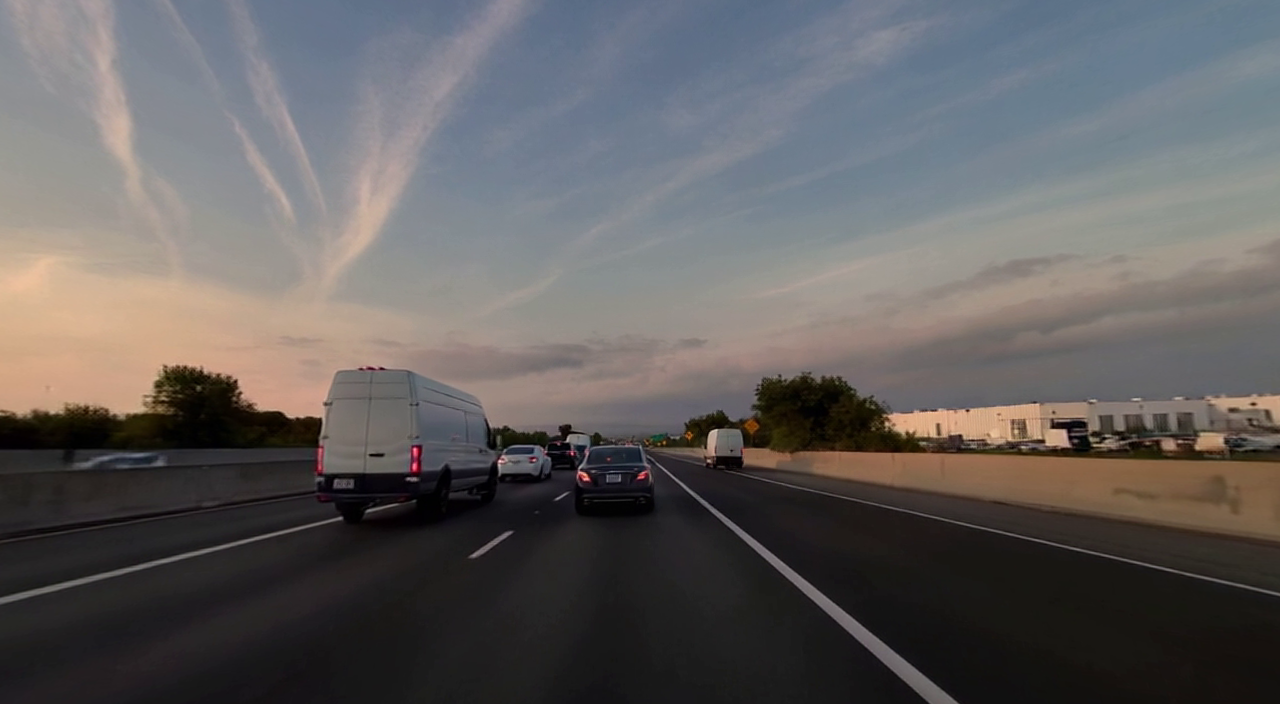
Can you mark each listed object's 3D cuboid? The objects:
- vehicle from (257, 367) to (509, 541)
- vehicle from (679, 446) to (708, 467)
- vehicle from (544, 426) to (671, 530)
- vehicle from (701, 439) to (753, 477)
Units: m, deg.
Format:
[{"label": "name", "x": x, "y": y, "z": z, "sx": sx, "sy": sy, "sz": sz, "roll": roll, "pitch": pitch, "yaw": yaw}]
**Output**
[{"label": "vehicle", "x": -4.589, "y": 2.055, "z": 12.986, "sx": 2.248, "sy": 2.626, "sz": 6.837, "roll": 0, "pitch": -9, "yaw": 0}, {"label": "vehicle", "x": 4.180, "y": 8.224, "z": 49.638, "sx": 1.874, "sy": 1.512, "sz": 3.723, "roll": 0, "pitch": -9, "yaw": 0}, {"label": "vehicle", "x": -0.542, "y": 2.385, "z": 12.385, "sx": 2.093, "sy": 1.695, "sz": 3.782, "roll": 0, "pitch": -9, "yaw": 0}, {"label": "vehicle", "x": 4.291, "y": 5.317, "z": 31.747, "sx": 2.003, "sy": 1.754, "sz": 4.134, "roll": 0, "pitch": -9, "yaw": 0}]
